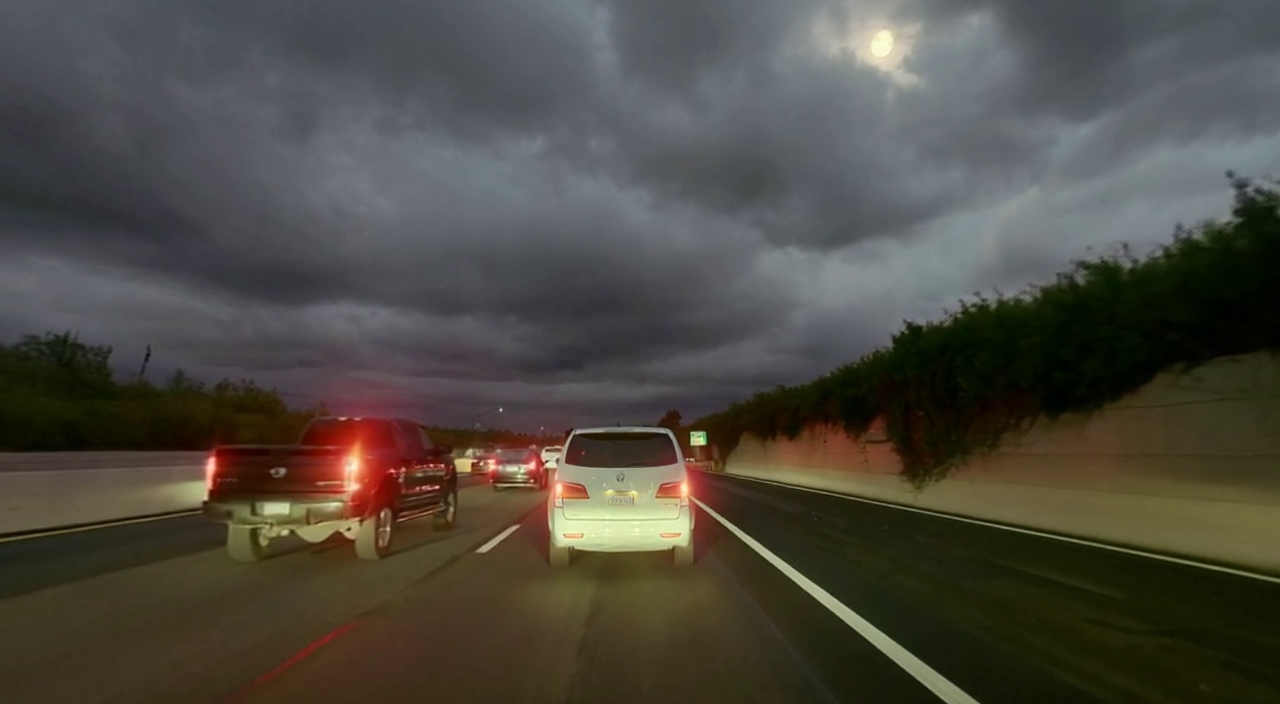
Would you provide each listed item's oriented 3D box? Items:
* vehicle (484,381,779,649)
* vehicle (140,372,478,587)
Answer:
[{"bbox_3d":[-0.086,1.365,6.069,1.995,1.798,3.380,0,-9,-1],"label":"vehicle"},{"bbox_3d":[-3.949,1.643,8.811,2.055,2.144,4.782,0,-9,0],"label":"vehicle"}]
